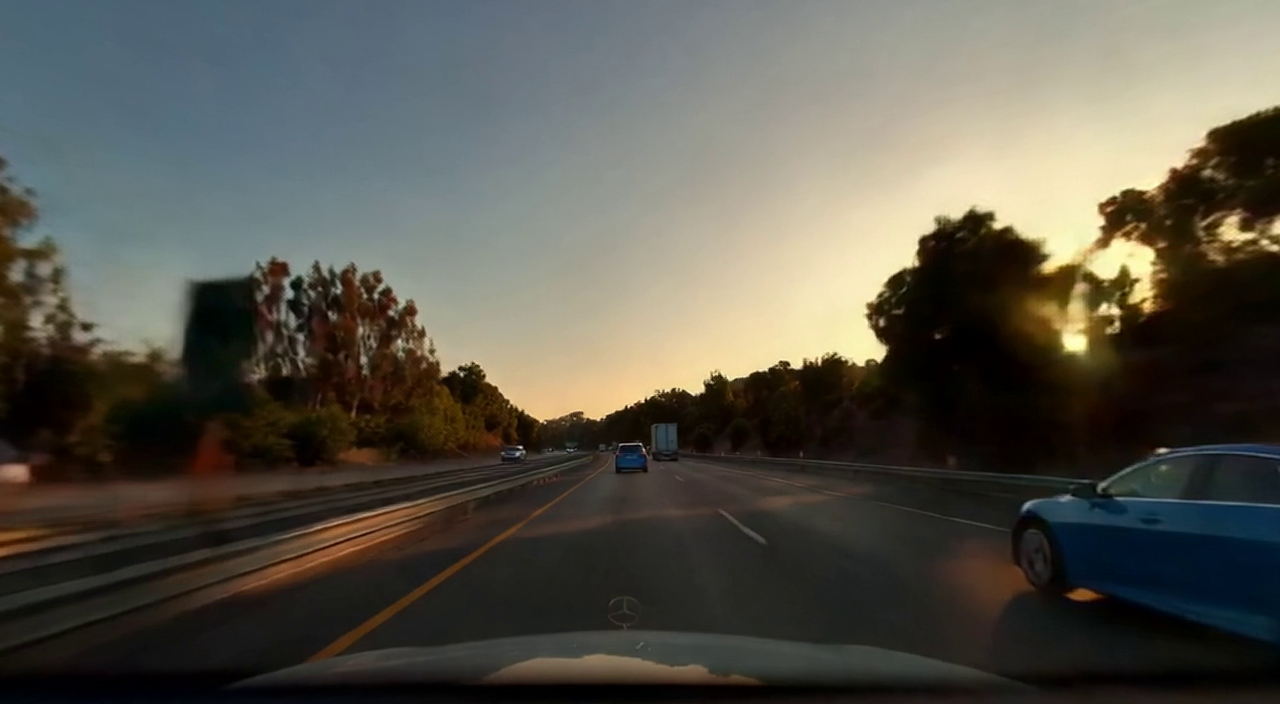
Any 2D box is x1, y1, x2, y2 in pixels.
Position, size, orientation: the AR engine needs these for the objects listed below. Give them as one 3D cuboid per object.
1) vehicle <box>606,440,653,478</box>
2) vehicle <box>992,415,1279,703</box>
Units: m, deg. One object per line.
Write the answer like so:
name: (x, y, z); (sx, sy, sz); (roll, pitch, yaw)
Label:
vehicle: (-0.512, 5.224, 31.013); (2.190, 1.706, 4.062); (0, -9, -1)
vehicle: (4.154, 1.120, 3.730); (1.917, 1.421, 3.759); (0, -9, 0)
